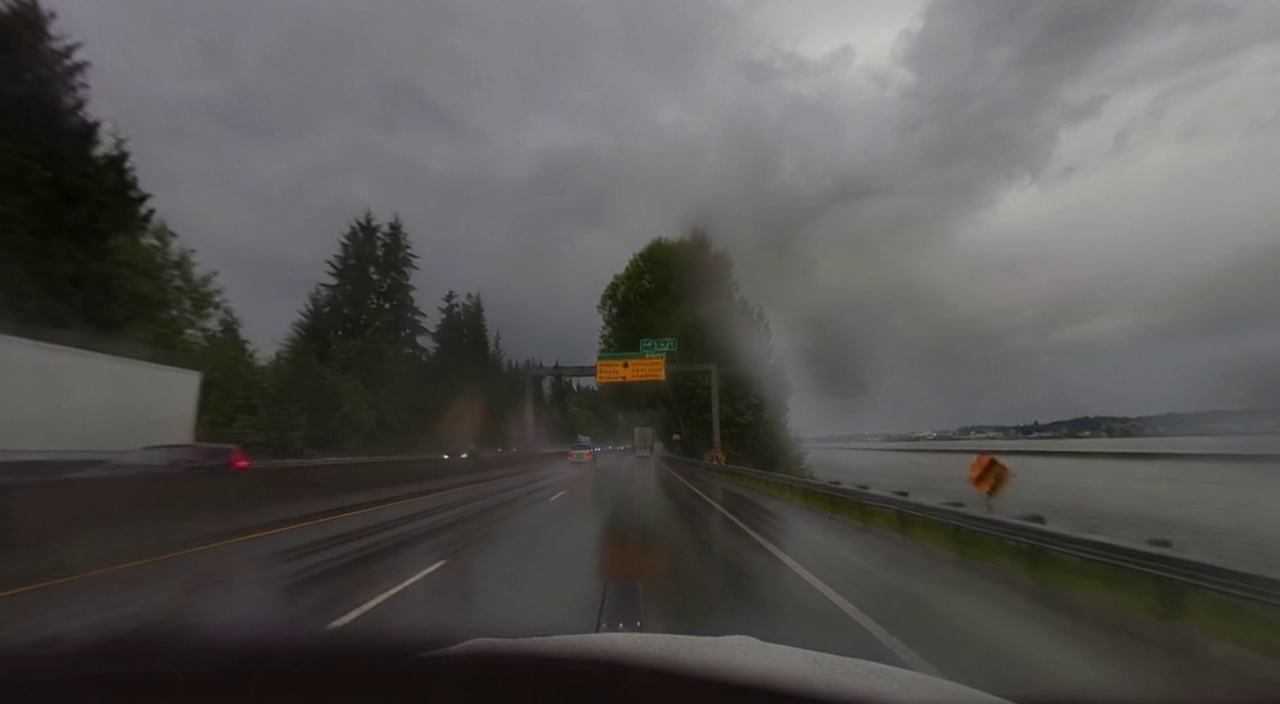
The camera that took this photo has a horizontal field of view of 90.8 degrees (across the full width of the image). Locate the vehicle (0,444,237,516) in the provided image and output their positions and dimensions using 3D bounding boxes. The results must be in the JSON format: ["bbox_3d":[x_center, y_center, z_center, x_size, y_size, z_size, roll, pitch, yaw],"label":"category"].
[{"bbox_3d":[-11.762,2.871,14.637,1.918,1.396,4.332,0,-9,0],"label":"vehicle"}]

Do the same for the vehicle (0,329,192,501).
[{"bbox_3d":[-15.967,1.230,13.064,2.865,3.869,14.320,0,-9,0],"label":"vehicle"}]

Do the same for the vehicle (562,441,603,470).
[{"bbox_3d":[-3.652,6.655,40.676,2.097,1.722,4.808,0,-9,1],"label":"vehicle"}]

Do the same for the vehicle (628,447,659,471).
[{"bbox_3d":[0.235,6.737,39.937,1.853,1.436,3.438,0,-9,0],"label":"vehicle"}]
